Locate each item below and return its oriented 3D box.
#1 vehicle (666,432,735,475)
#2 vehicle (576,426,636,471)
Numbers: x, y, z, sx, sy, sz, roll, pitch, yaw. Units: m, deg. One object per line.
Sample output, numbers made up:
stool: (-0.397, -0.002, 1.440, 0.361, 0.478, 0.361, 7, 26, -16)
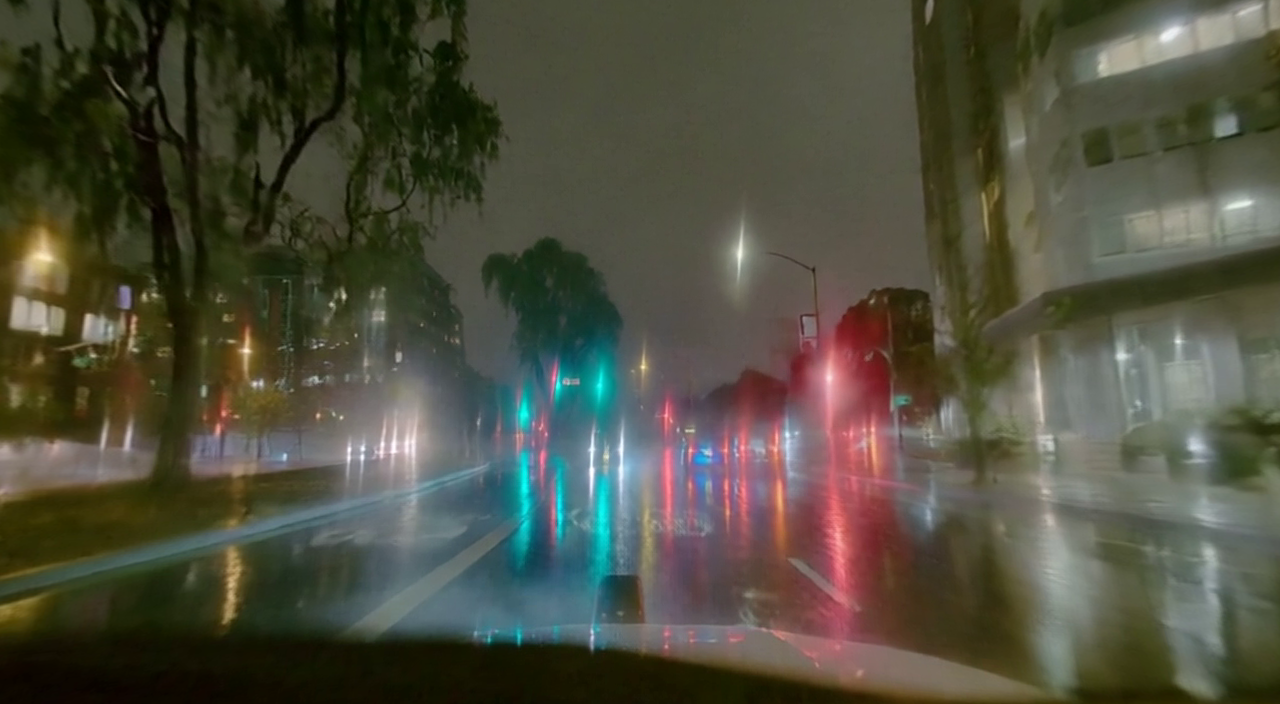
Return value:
vehicle: (2.229, 3.900, 24.476, 1.918, 1.479, 4.468, 1, -9, -4)
vehicle: (-1.506, 4.020, 26.379, 2.317, 1.713, 4.231, 1, -9, -6)
